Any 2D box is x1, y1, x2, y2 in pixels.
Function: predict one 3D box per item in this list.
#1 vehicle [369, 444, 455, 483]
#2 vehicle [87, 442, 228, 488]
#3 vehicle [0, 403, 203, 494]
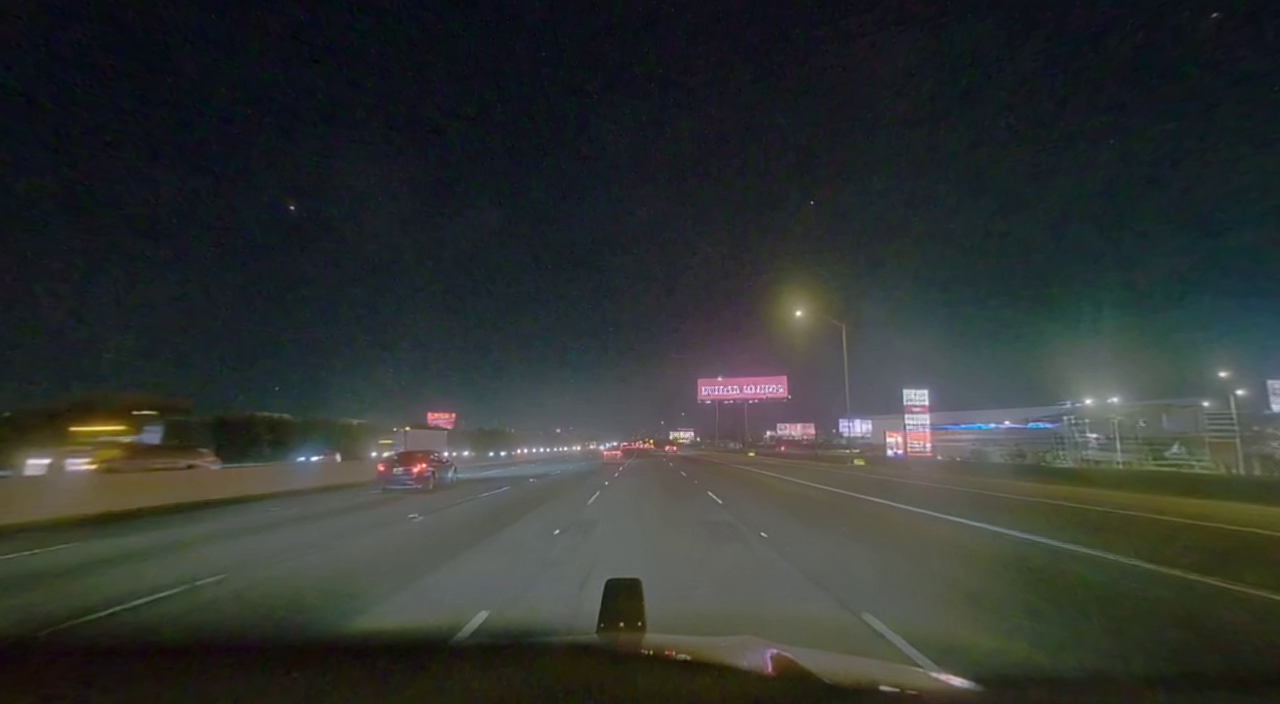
[{"bbox_3d":[-9.730,4.769,27.228,1.974,1.513,4.584,0,-9,0],"label":"vehicle"},{"bbox_3d":[-18.823,4.409,24.821,1.950,1.632,4.501,0,-9,1],"label":"vehicle"},{"bbox_3d":[-22.091,3.948,25.821,2.796,3.163,7.255,0,-9,1],"label":"vehicle"}]
